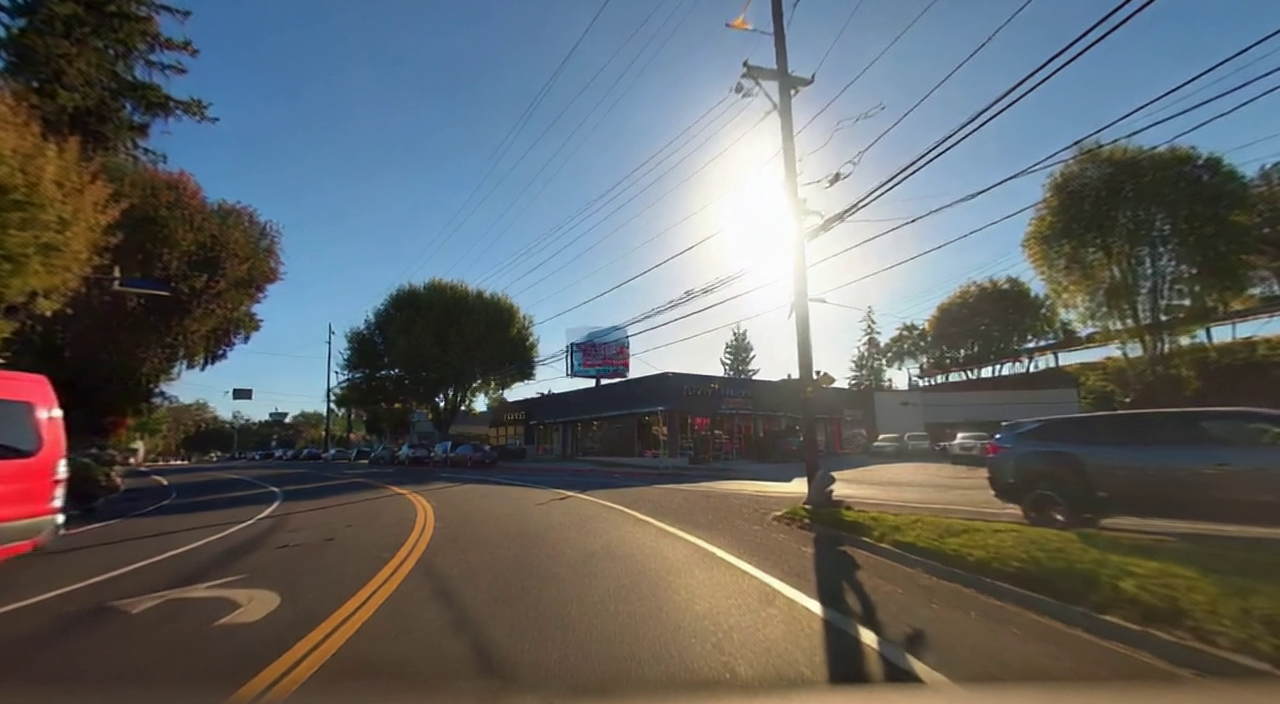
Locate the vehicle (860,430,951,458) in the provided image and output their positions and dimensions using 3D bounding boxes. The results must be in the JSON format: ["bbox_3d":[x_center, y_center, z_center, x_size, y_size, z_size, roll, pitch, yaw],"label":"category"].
[{"bbox_3d":[15.496,5.391,36.879,4.454,1.504,1.970,0,-8,-5],"label":"vehicle"}]

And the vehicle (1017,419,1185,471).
[{"bbox_3d":[16.812,3.386,23.119,4.543,1.744,2.164,0,-8,-6],"label":"vehicle"}]

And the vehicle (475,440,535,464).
[{"bbox_3d":[-9.174,6.835,43.342,2.074,1.526,4.853,-3,-8,15],"label":"vehicle"}]

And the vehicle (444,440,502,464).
[{"bbox_3d":[-12.088,7.258,45.934,2.057,1.564,4.502,-3,-8,15],"label":"vehicle"}]

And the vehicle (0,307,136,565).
[{"bbox_3d":[-12.014,0.924,6.813,3.276,3.922,10.384,-2,-8,10],"label":"vehicle"}]
